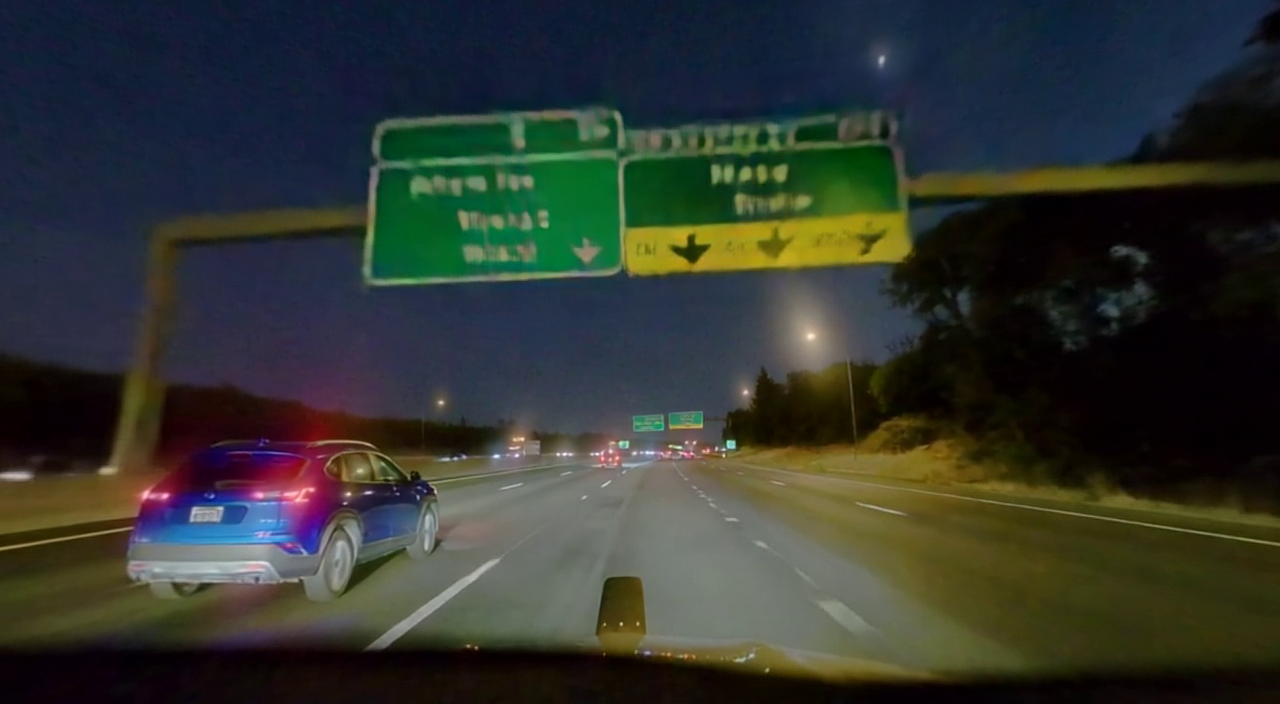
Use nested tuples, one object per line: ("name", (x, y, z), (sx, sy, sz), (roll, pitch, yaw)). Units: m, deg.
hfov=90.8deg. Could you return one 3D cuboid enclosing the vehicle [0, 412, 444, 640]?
("vehicle", (-3.787, 1.567, 6.679), (2.016, 1.623, 4.126), (0, -9, 1))
